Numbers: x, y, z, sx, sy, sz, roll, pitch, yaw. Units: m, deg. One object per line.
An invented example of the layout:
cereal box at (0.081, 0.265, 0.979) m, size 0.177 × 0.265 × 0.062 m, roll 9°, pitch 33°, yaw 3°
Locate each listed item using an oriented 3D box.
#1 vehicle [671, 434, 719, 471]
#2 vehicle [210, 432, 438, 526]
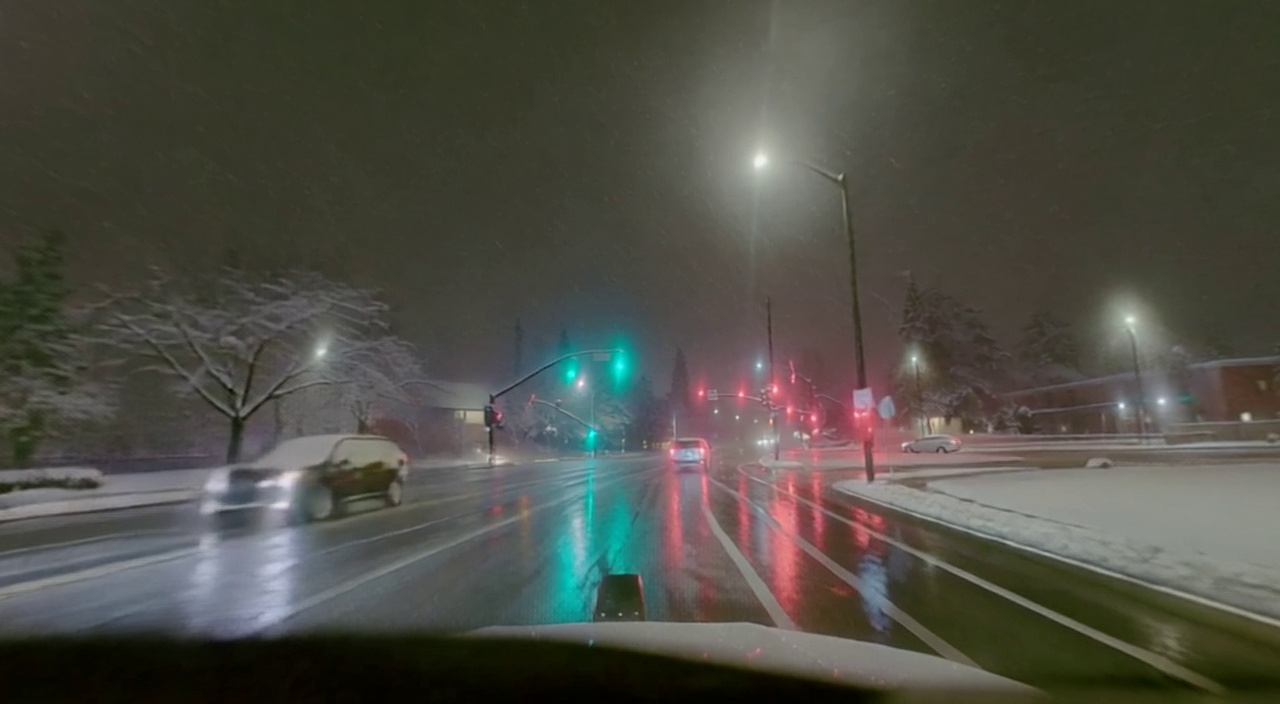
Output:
vehicle at (2.982, 5.314, 33.640) m, size 2.230 × 1.827 × 4.298 m, roll -1°, pitch -9°, yaw 9°
vehicle at (-6.628, 2.697, 14.138) m, size 2.183 × 1.699 × 4.974 m, roll -1°, pitch -8°, yaw 5°
